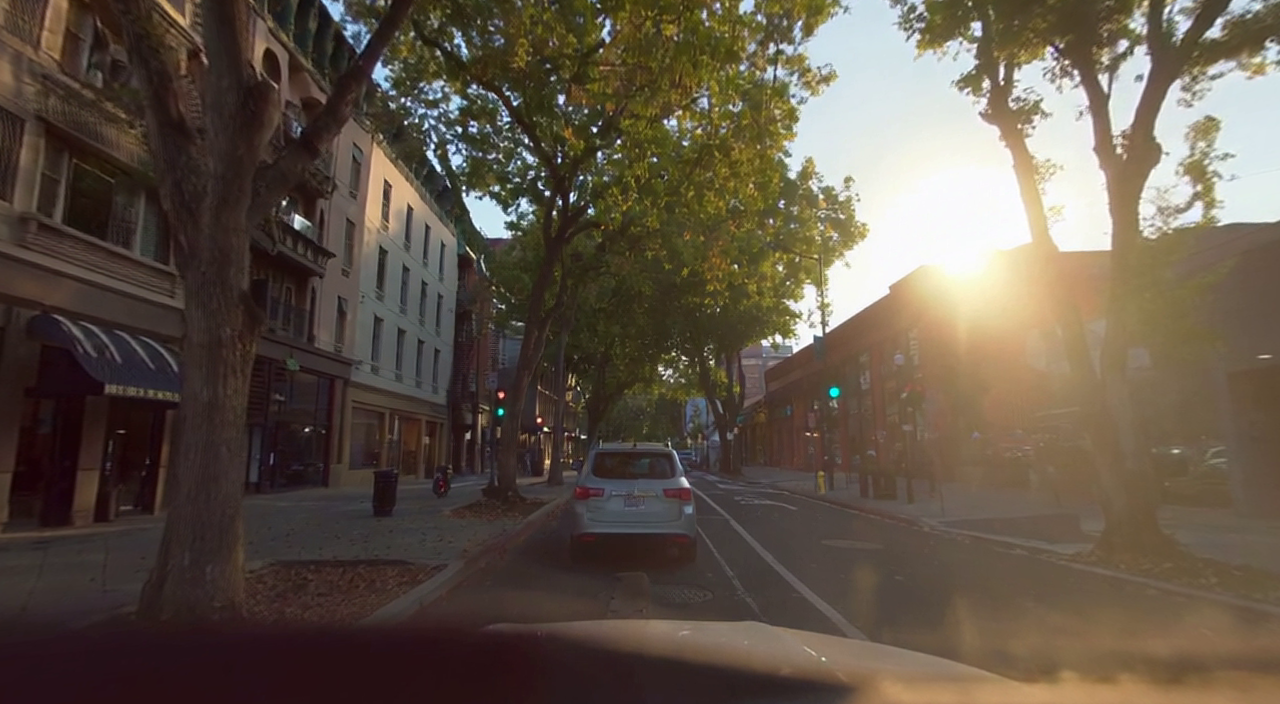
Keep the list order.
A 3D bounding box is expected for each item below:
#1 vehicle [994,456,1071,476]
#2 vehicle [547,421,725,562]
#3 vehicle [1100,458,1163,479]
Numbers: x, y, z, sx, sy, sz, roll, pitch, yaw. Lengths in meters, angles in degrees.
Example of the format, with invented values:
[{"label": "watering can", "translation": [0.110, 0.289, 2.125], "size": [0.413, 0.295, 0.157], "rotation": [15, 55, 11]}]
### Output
[{"label": "vehicle", "translation": [29.813, 8.648, 47.900], "size": [4.668, 1.441, 1.904], "rotation": [1, -9, -6]}, {"label": "vehicle", "translation": [-0.084, 1.925, 9.394], "size": [2.079, 1.621, 3.861], "rotation": [0, -8, -1]}, {"label": "vehicle", "translation": [37.217, 8.836, 47.804], "size": [3.445, 1.363, 1.608], "rotation": [2, -8, -1]}]
